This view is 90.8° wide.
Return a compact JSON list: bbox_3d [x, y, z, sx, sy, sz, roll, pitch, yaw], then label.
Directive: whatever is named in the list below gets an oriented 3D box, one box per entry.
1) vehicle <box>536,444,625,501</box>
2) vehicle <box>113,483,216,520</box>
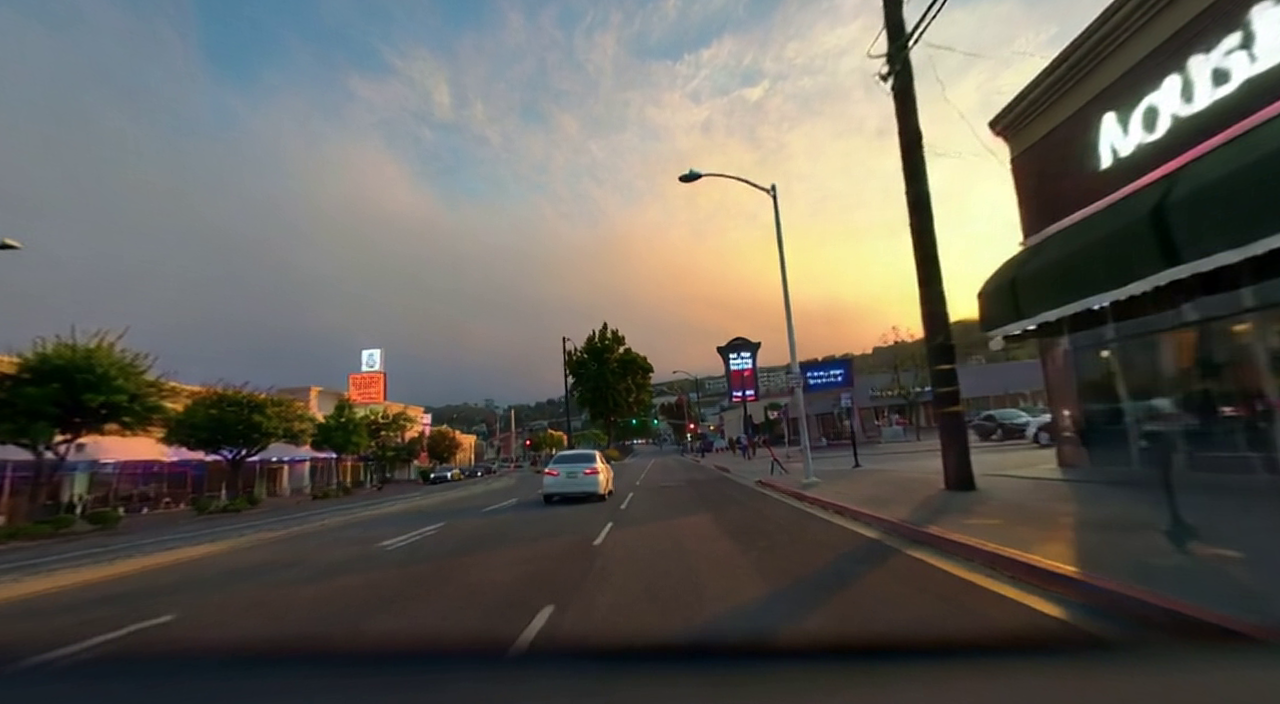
[{"bbox_3d":[-1.579,3.412,18.366,1.977,1.451,4.032,-1,-8,3],"label":"vehicle"},{"bbox_3d":[-28.068,8.791,37.471,1.984,1.726,4.592,-2,-8,12],"label":"vehicle"}]
